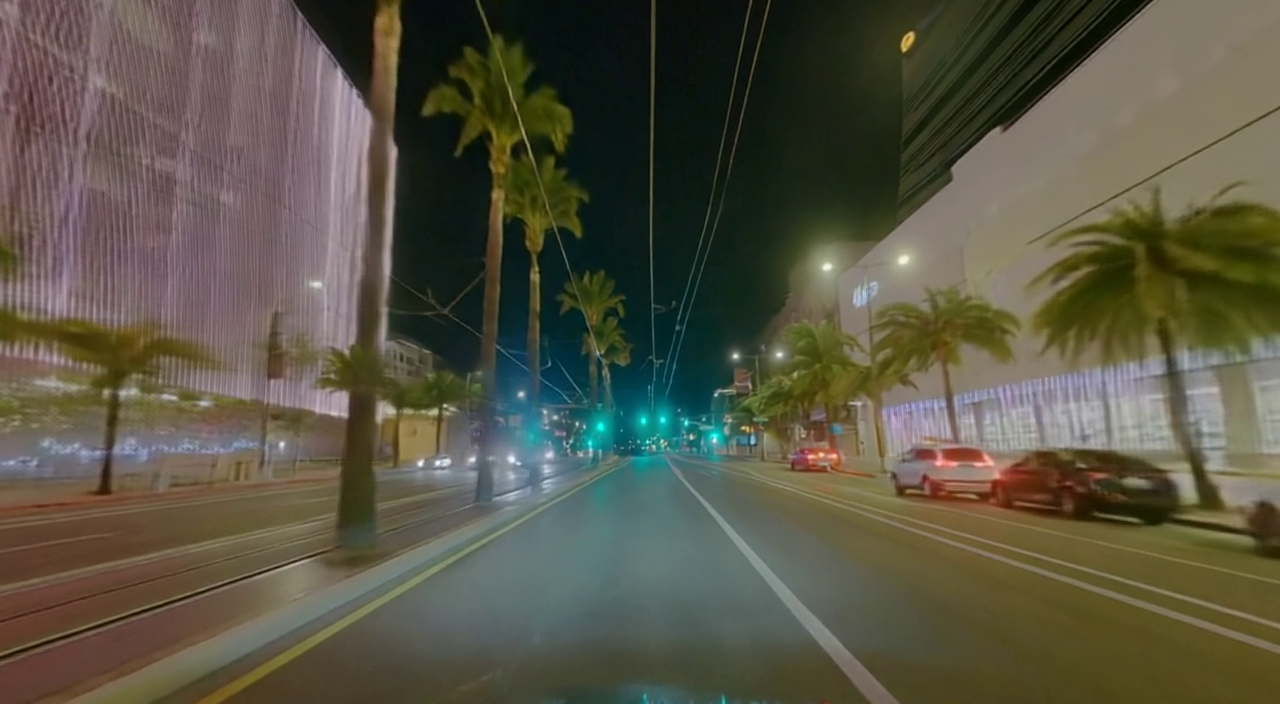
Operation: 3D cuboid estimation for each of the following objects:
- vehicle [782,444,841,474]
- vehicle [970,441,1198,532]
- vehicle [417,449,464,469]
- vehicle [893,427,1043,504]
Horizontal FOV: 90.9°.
[{"bbox_3d":[9.184,5.763,34.152,1.822,1.494,4.385,0,-8,-2],"label":"vehicle"},{"bbox_3d":[8.441,2.541,12.513,1.715,1.500,3.910,0,-8,1],"label":"vehicle"},{"bbox_3d":[-15.270,8.207,48.544,1.993,1.464,4.740,0,-8,1],"label":"vehicle"},{"bbox_3d":[8.789,3.057,17.370,1.900,1.846,4.002,0,-8,-1],"label":"vehicle"}]
